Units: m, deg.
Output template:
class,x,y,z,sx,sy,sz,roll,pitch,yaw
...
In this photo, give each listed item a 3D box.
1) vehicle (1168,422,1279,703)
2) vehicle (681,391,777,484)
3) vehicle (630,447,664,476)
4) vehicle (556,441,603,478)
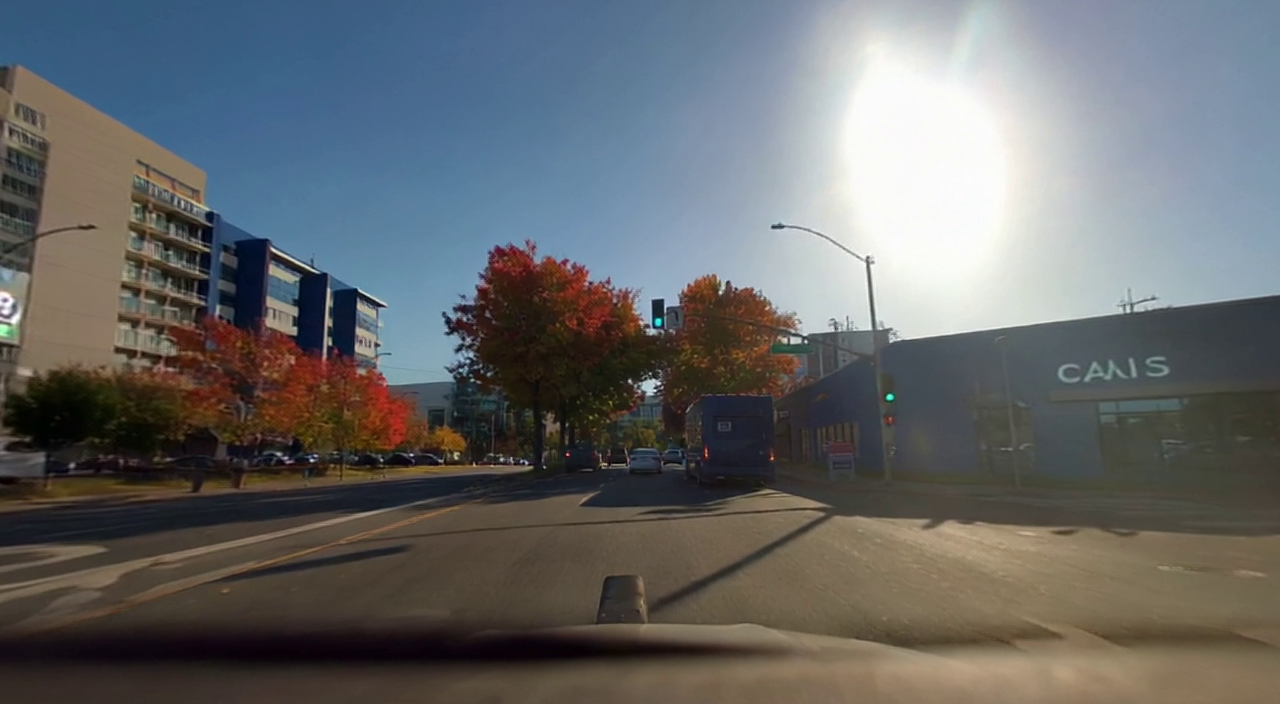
class,x,y,z,sx,sy,sz,roll,pitch,yaw
vehicle,3.689,0.726,0.731,1.915,1.449,4.970,0,-9,1
vehicle,3.902,4.223,30.612,3.003,3.680,10.684,0,-9,-1
vehicle,0.407,6.211,35.958,1.846,1.528,4.348,0,-9,1
vehicle,-3.314,5.954,35.184,2.035,1.867,4.607,-1,-9,2
